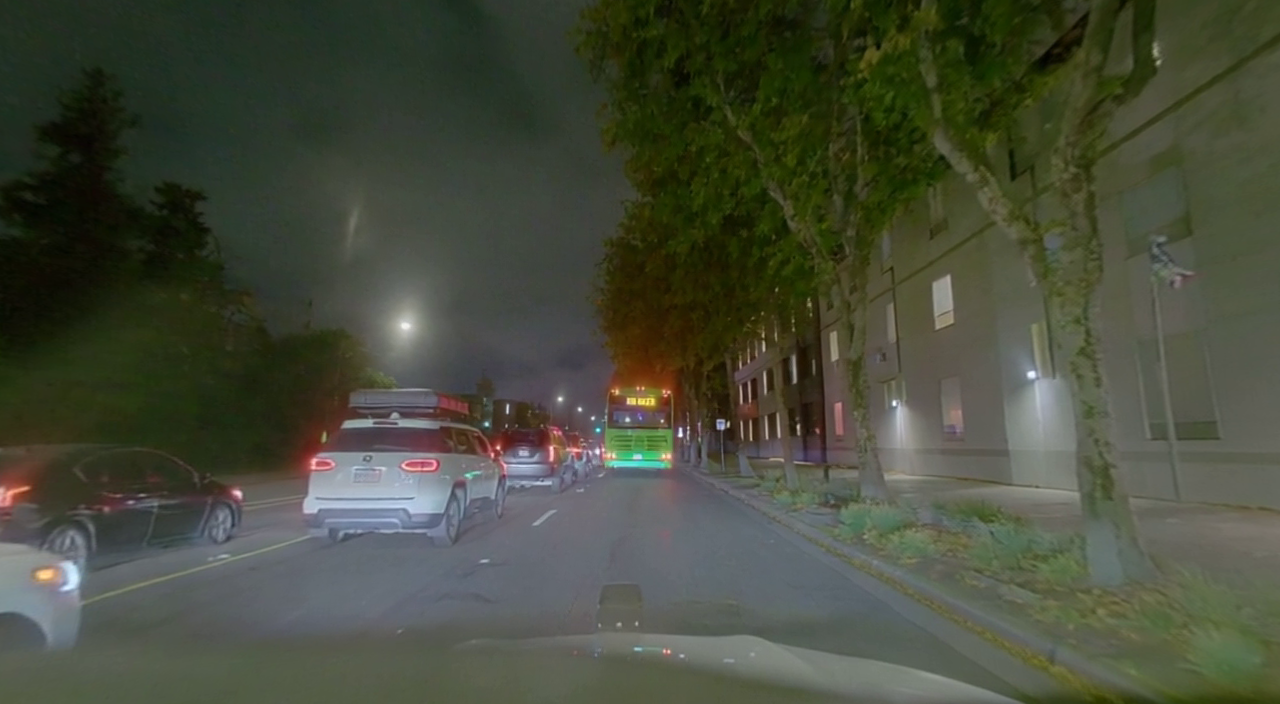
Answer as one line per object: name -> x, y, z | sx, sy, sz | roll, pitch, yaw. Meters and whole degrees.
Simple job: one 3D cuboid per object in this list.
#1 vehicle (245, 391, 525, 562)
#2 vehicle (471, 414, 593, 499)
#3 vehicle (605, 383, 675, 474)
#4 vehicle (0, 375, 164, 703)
vehicle -> -3.318, 1.779, 9.657 | 2.095, 1.892, 5.043 | 0, -9, 1
vehicle -> -2.981, 3.103, 19.099 | 2.546, 2.125, 5.869 | 0, -9, 1
vehicle -> 0.021, 4.180, 33.083 | 2.970, 3.857, 12.200 | 0, -9, 0
vehicle -> -3.300, 0.647, 0.683 | 2.042, 1.571, 4.475 | 0, -9, 0
